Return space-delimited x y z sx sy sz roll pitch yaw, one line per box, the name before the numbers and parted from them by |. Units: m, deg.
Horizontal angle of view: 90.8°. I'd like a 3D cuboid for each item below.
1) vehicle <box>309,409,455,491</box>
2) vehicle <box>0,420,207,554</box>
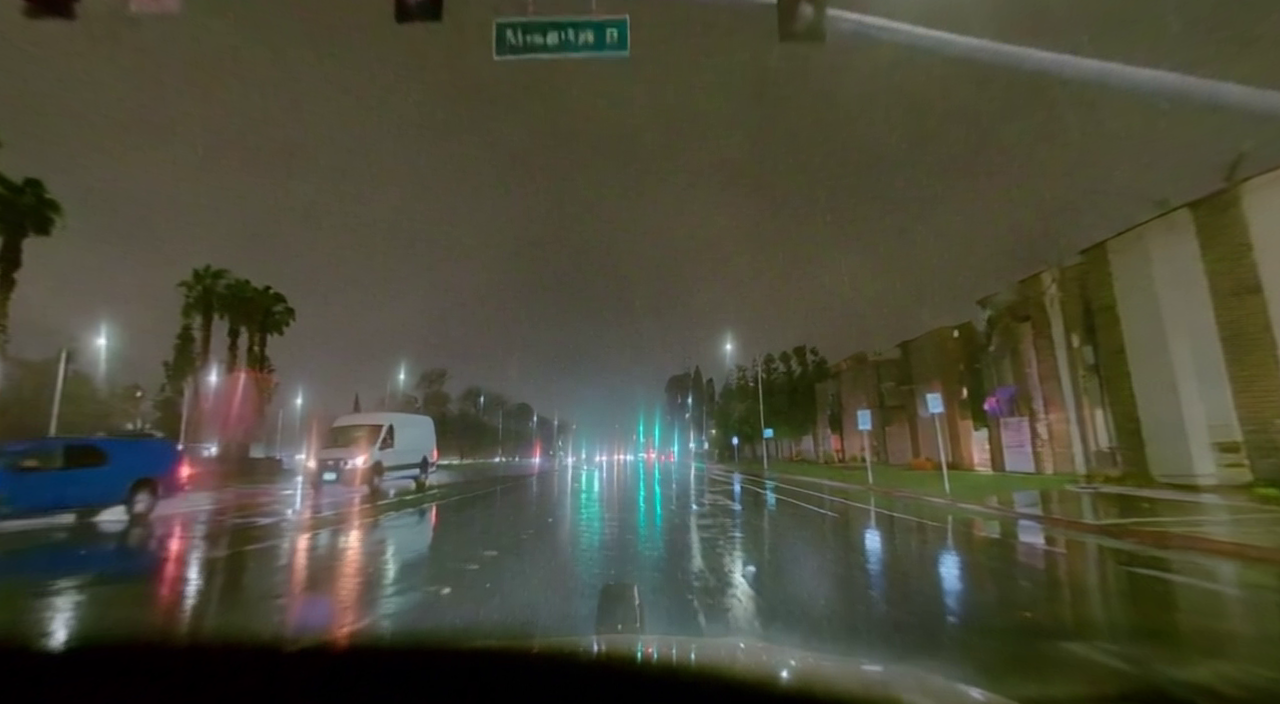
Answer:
vehicle | -9.593 3.783 24.519 2.509 2.712 7.034 0 -9 2
vehicle | -9.165 1.944 9.529 2.074 1.681 4.417 0 -9 0
